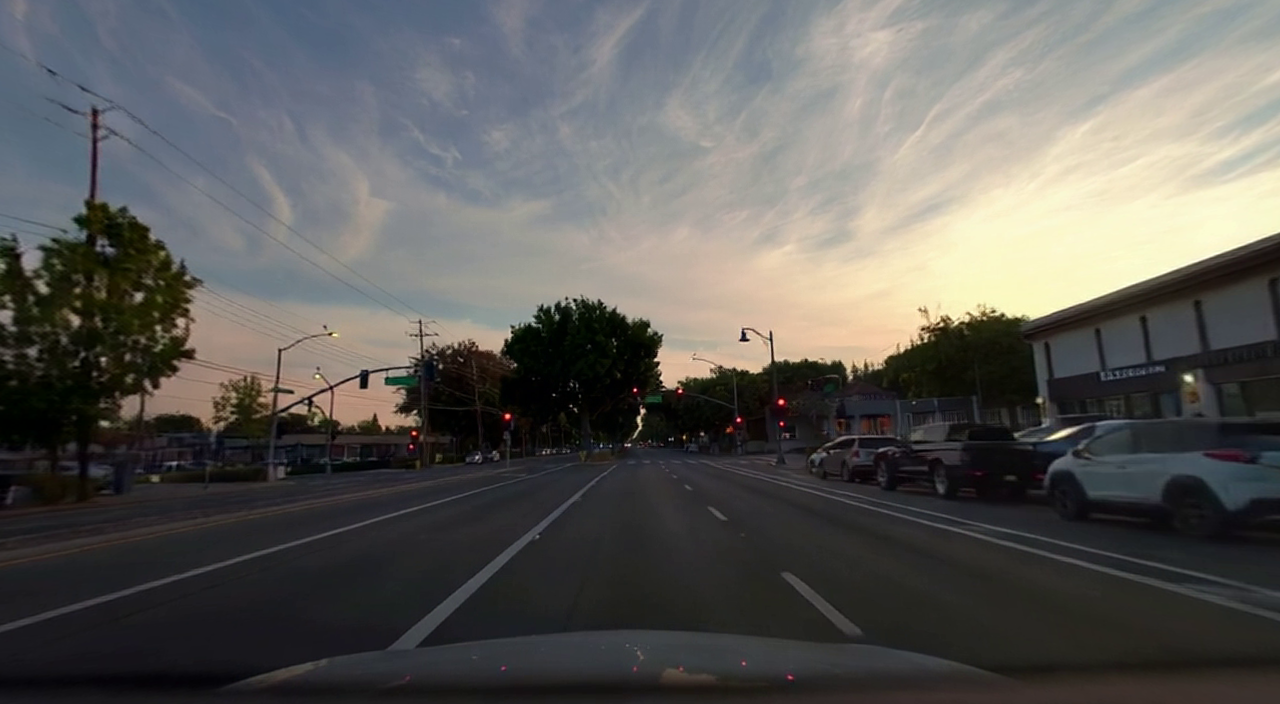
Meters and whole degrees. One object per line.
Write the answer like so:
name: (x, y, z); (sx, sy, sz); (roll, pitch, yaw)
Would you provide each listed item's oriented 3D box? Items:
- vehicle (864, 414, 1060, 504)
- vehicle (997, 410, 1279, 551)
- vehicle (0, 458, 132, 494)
vehicle: (7.706, 2.644, 15.966); (2.130, 1.877, 5.334); (0, -9, 0)
vehicle: (8.016, 1.851, 9.809); (1.987, 1.628, 4.712); (0, -9, -3)
vehicle: (-28.973, 6.163, 31.516); (5.352, 1.644, 2.387); (-1, -9, 5)
